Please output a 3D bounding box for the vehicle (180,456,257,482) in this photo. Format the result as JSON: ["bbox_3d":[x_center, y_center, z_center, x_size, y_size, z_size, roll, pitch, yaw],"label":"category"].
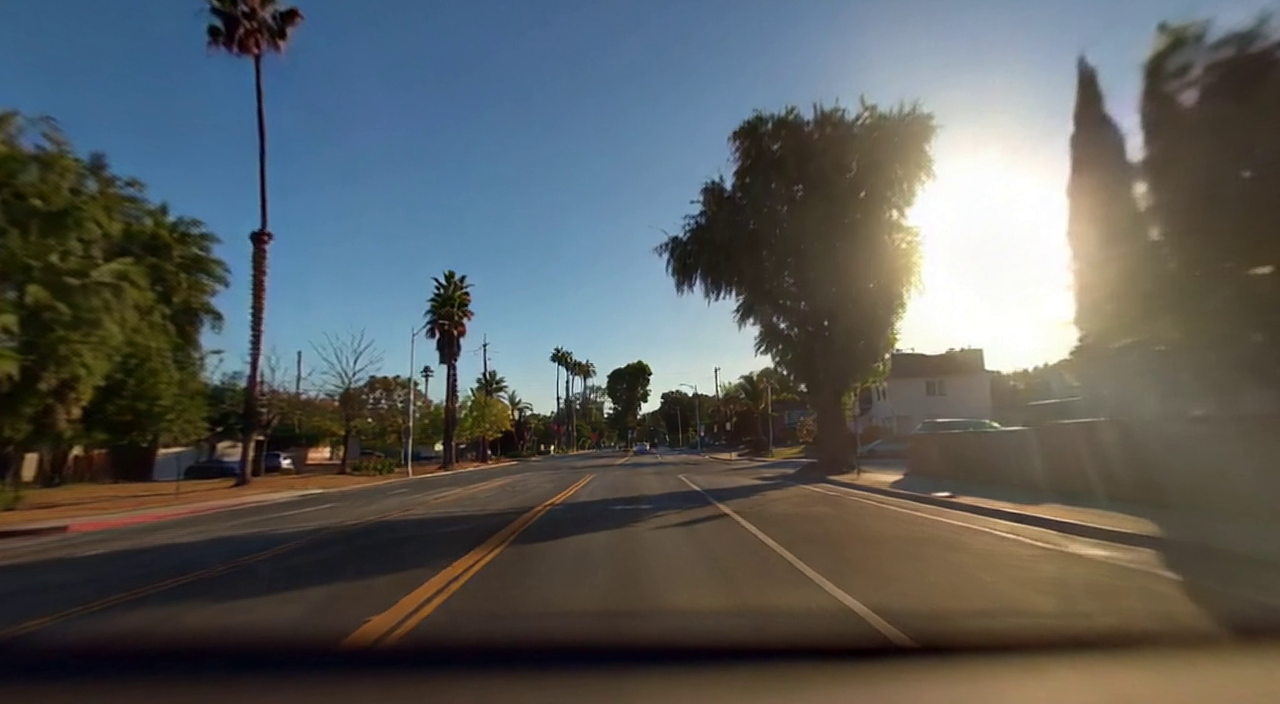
[{"bbox_3d":[-25.979,7.156,38.898,4.452,1.466,1.910,-4,-10,27],"label":"vehicle"}]

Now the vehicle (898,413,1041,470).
[{"bbox_3d":[12.820,3.507,24.615,4.963,2.031,2.132,4,-9,-23],"label":"vehicle"}]

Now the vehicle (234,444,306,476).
[{"bbox_3d":[-26.252,7.618,44.799,4.714,1.999,2.272,-4,-8,31],"label":"vehicle"}]

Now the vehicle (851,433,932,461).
[{"bbox_3d":[16.330,6.204,41.220,4.296,1.701,2.255,0,-8,-1],"label":"vehicle"}]
